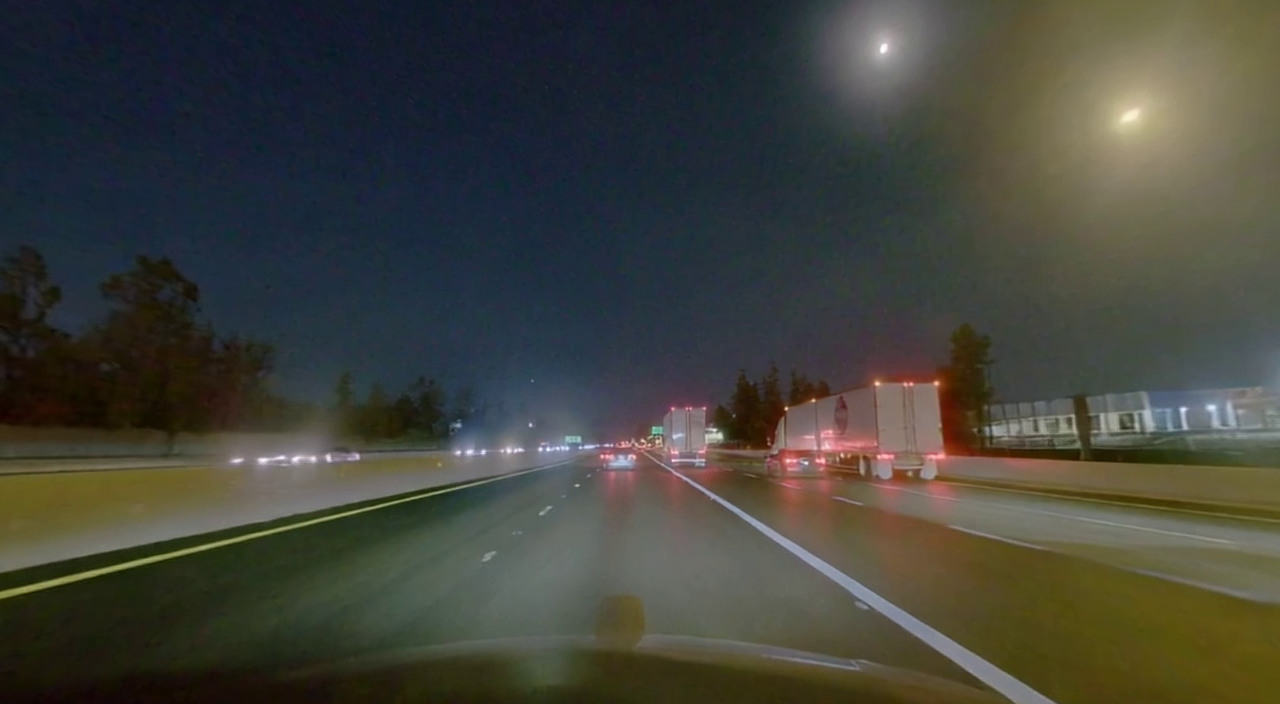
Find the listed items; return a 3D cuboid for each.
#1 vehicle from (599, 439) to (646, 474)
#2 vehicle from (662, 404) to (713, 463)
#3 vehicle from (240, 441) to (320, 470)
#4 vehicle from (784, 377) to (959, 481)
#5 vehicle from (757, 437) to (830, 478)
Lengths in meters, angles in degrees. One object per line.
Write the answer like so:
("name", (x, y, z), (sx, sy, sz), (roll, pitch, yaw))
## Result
("vehicle", (-0.836, 5.111, 31.038), (2.163, 1.551, 4.180), (0, -9, -1))
("vehicle", (3.488, 6.482, 49.512), (2.999, 4.127, 10.526), (0, -9, -1))
("vehicle", (-20.316, 5.855, 35.859), (1.925, 1.548, 4.544), (0, -9, -1))
("vehicle", (11.253, 4.373, 34.055), (2.898, 4.171, 17.188), (0, -9, 0))
("vehicle", (6.736, 4.698, 28.259), (2.154, 1.658, 4.347), (0, -9, -1))
